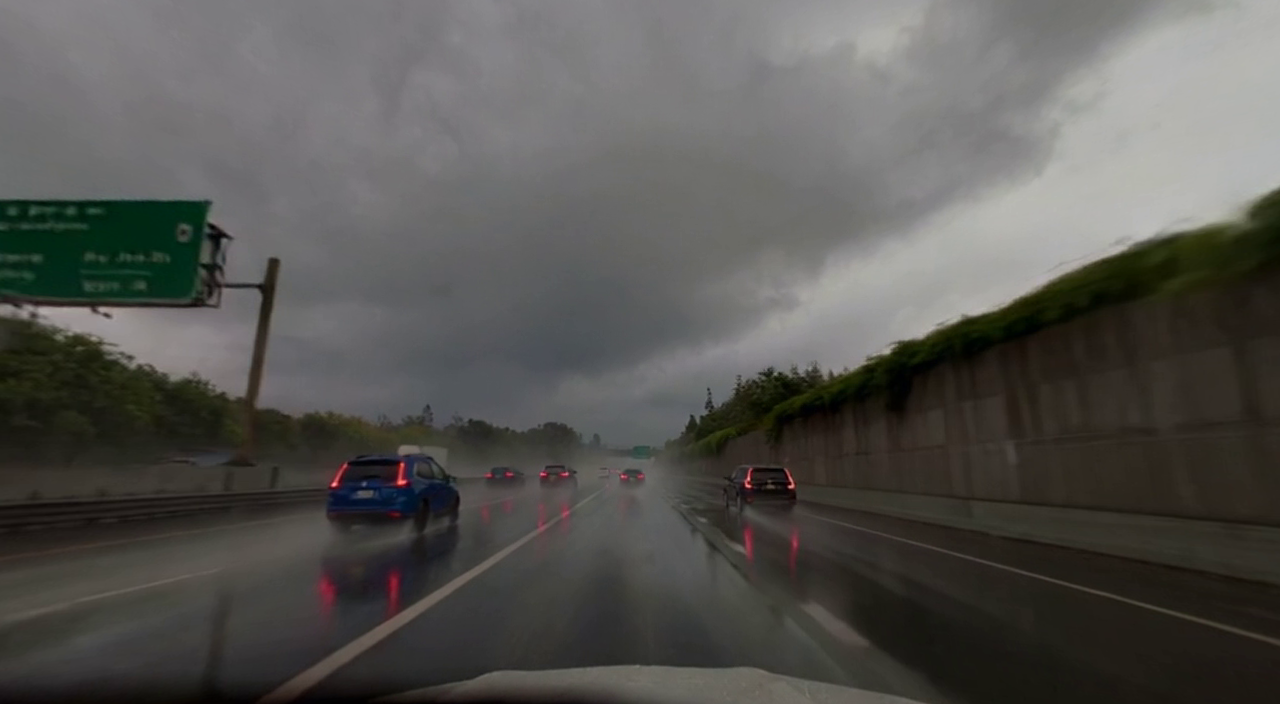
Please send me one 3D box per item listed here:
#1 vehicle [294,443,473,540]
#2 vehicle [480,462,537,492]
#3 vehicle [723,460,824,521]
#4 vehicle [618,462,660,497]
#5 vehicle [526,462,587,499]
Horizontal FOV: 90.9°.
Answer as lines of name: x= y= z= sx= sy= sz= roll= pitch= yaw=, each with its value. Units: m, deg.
vehicle: x=-5.228 y=2.942 z=13.668 sx=2.069 sy=1.699 sz=4.452 roll=1 pitch=-11 yaw=-1
vehicle: x=-7.368 y=7.080 z=35.748 sx=2.142 sy=1.545 sz=4.708 roll=1 pitch=-11 yaw=1
vehicle: x=3.806 y=4.037 z=18.710 sx=1.992 sy=1.557 sz=4.017 roll=1 pitch=-11 yaw=-2
vehicle: x=-0.068 y=6.467 z=32.110 sx=1.992 sy=1.601 sz=3.762 roll=1 pitch=-11 yaw=0
vehicle: x=-3.713 y=5.829 z=28.806 sx=2.102 sy=1.521 sz=4.687 roll=1 pitch=-11 yaw=0
